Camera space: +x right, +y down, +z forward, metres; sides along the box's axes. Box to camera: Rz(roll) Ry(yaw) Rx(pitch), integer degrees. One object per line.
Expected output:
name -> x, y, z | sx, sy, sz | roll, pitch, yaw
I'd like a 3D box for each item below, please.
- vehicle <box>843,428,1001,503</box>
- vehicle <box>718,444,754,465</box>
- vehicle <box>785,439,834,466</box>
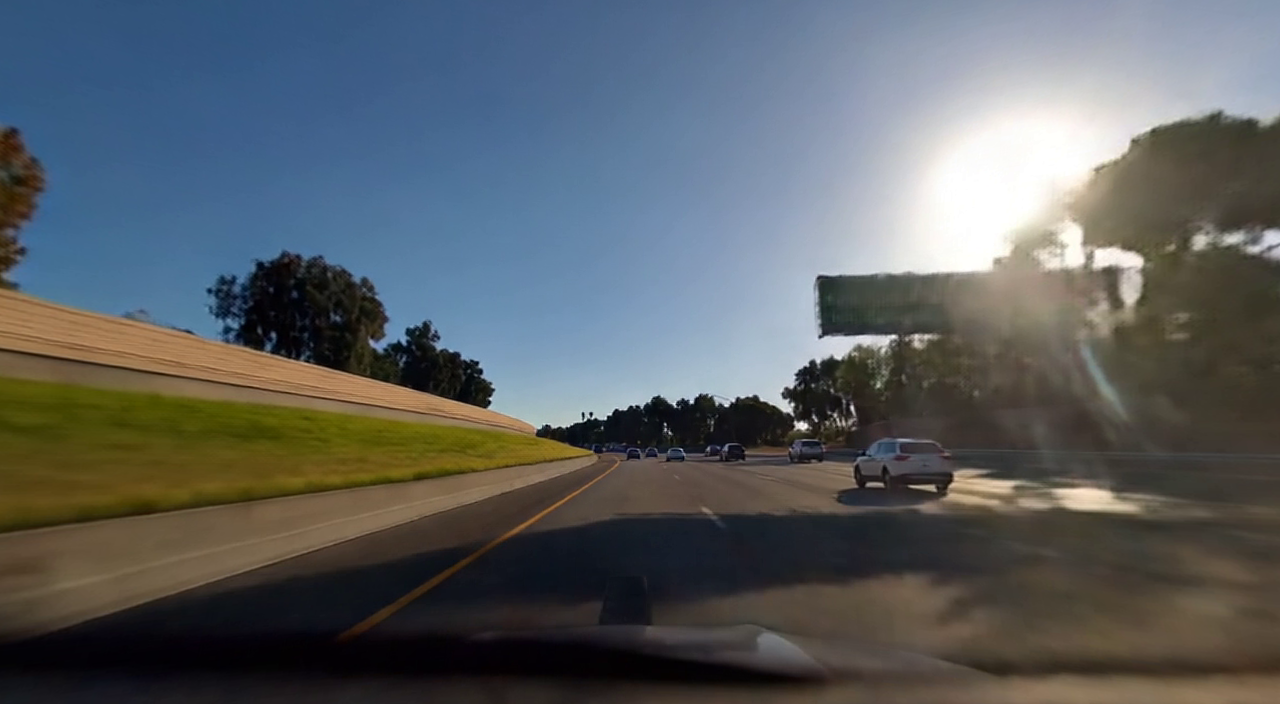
vehicle -> 7.273, 2.966, 16.887 | 2.048, 1.697, 4.689 | 0, -8, 0
vehicle -> 6.959, 7.480, 45.943 | 1.940, 1.482, 3.644 | 0, -8, -2
vehicle -> 10.963, 6.509, 40.831 | 1.986, 1.644, 4.126 | 0, -8, -1
